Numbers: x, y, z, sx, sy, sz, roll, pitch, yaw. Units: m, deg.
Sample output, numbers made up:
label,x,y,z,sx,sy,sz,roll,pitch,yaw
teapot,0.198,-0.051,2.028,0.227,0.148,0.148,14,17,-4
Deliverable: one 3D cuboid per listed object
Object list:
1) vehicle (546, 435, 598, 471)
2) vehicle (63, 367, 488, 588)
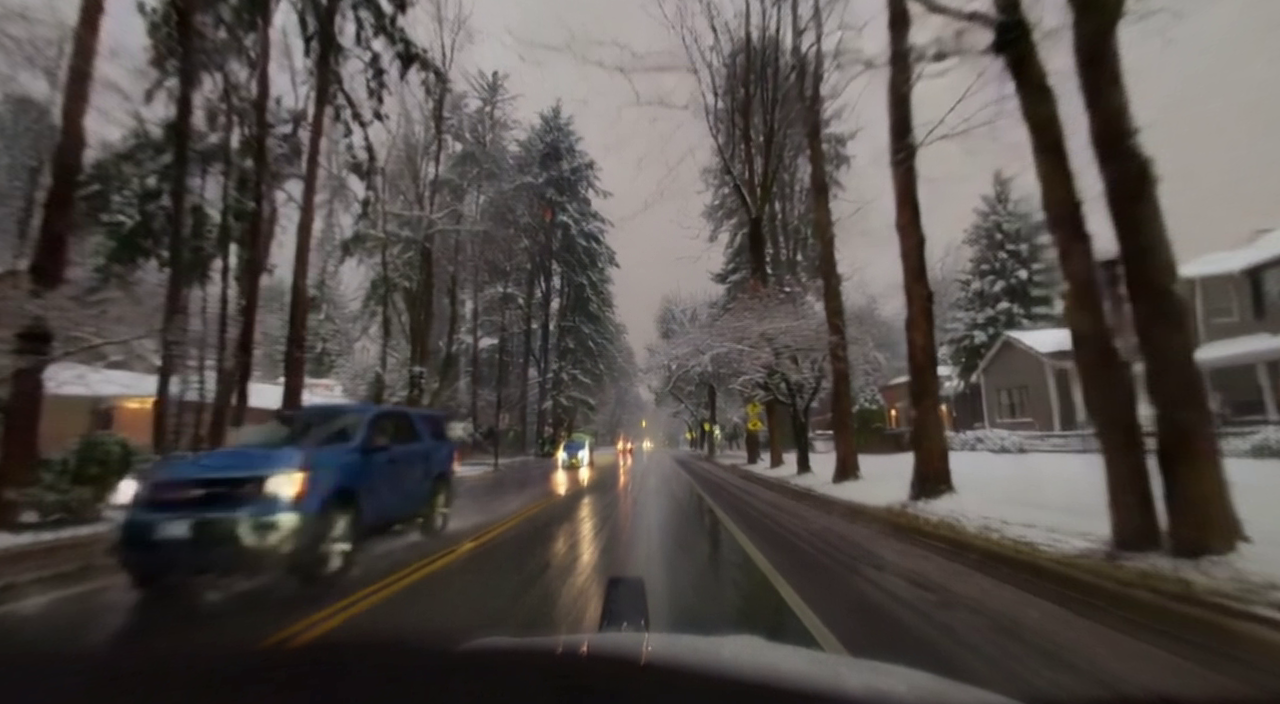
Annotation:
label,x,y,z,sx,sy,sz,roll,pitch,yaw
vehicle,-3.597,5.470,34.263,2.172,1.793,4.696,0,-8,2
vehicle,-4.184,1.601,8.961,2.417,2.088,5.780,0,-8,2
